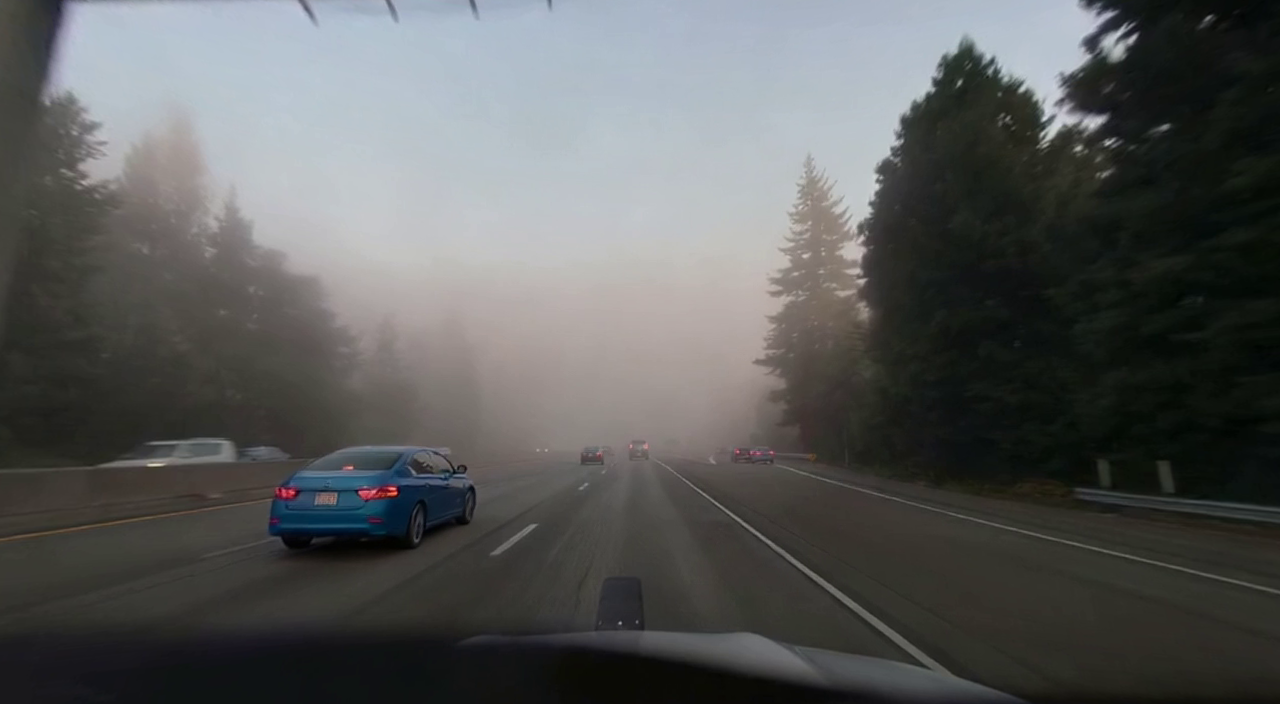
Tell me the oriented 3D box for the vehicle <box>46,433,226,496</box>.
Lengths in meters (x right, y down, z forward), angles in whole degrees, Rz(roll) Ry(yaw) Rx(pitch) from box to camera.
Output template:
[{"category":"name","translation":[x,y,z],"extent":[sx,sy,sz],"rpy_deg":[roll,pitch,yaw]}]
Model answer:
[{"category":"vehicle","translation":[-17.563,3.931,22.470],"extent":[2.058,1.967,5.183],"rpy_deg":[0,-9,0]}]

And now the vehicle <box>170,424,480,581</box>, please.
[{"category":"vehicle","translation":[-3.699,1.832,8.478],"extent":[2.020,1.554,4.137],"rpy_deg":[0,-9,0]}]

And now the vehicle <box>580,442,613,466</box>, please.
[{"category":"vehicle","translation":[-3.241,7.780,48.194],"extent":[2.206,1.683,4.300],"rpy_deg":[0,-9,0]}]
